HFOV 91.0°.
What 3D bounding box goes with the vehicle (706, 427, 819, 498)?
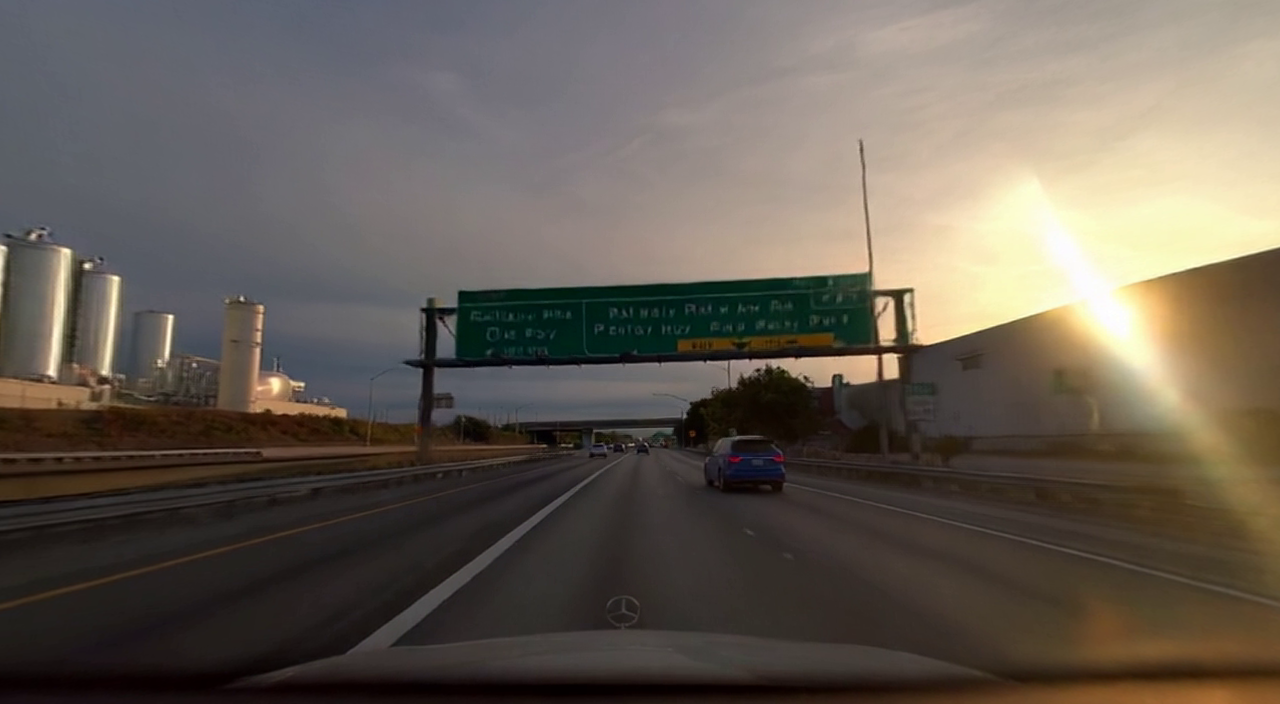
[{"bbox_3d":[3.376,3.198,18.600,2.296,1.790,5.067,0,-9,0],"label":"vehicle"}]
